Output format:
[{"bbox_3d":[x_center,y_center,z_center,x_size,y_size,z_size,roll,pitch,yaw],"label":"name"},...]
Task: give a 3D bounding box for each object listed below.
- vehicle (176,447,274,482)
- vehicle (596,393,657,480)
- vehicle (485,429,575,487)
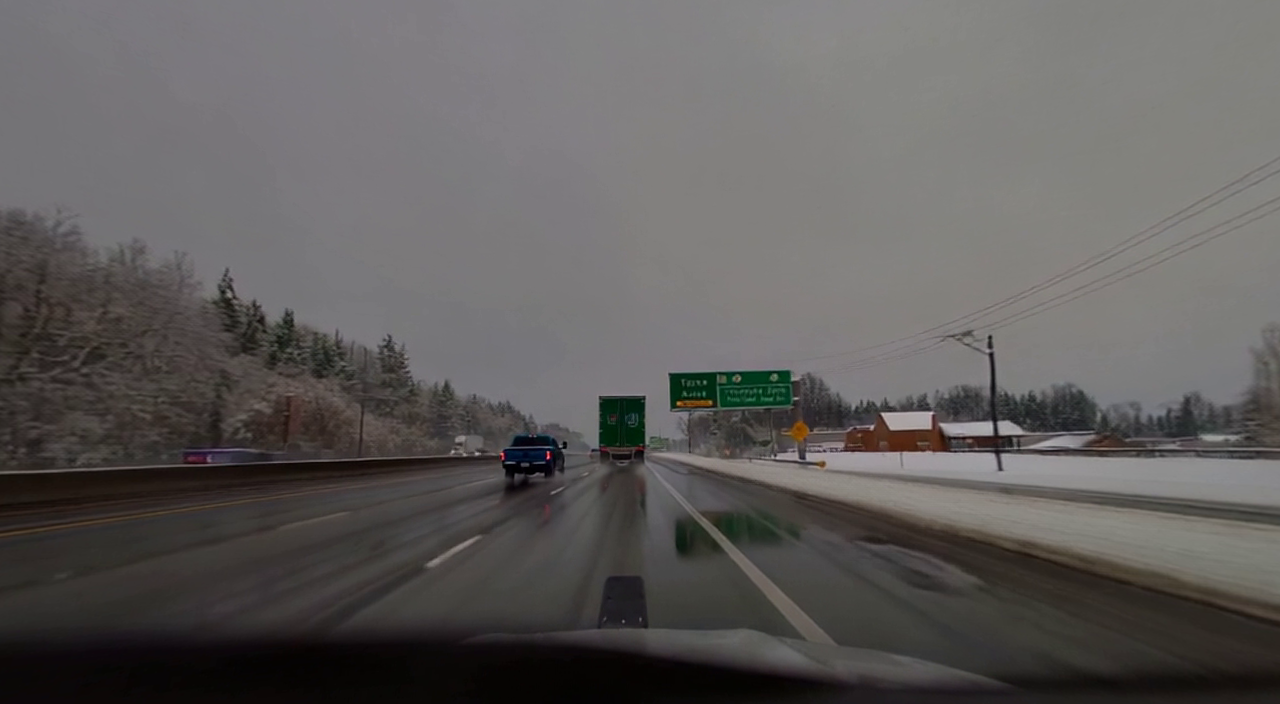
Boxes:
[{"bbox_3d":[-19.166,5.170,29.373,1.833,1.455,4.093,0,-8,-1],"label":"vehicle"},{"bbox_3d":[-0.716,4.947,36.585,2.879,4.085,13.125,0,-8,-1],"label":"vehicle"},{"bbox_3d":[-4.466,4.451,26.943,2.749,2.141,6.515,0,-8,-1],"label":"vehicle"}]
